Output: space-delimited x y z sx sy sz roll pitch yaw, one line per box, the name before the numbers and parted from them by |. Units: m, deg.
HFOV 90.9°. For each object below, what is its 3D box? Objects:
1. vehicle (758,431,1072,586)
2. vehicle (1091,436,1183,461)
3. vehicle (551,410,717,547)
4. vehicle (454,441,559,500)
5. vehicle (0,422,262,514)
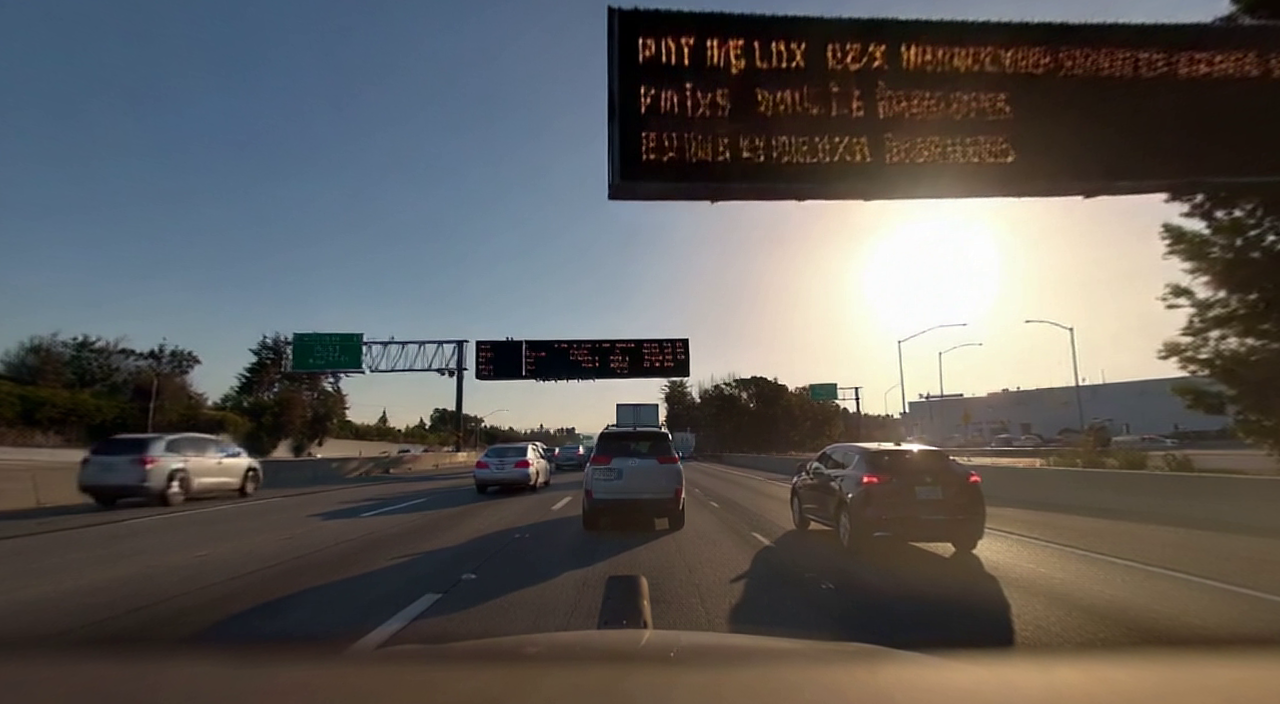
vehicle | 3.099 1.854 8.399 2.018 1.470 4.491 0 -9 -2
vehicle | 32.551 6.356 41.456 1.805 1.536 4.325 3 -9 -19
vehicle | -0.088 1.953 10.279 2.152 1.779 3.924 0 -9 0
vehicle | -3.618 3.278 17.863 2.005 1.458 4.143 0 -9 1
vehicle | -11.058 2.543 14.281 2.129 1.720 4.547 0 -9 0
